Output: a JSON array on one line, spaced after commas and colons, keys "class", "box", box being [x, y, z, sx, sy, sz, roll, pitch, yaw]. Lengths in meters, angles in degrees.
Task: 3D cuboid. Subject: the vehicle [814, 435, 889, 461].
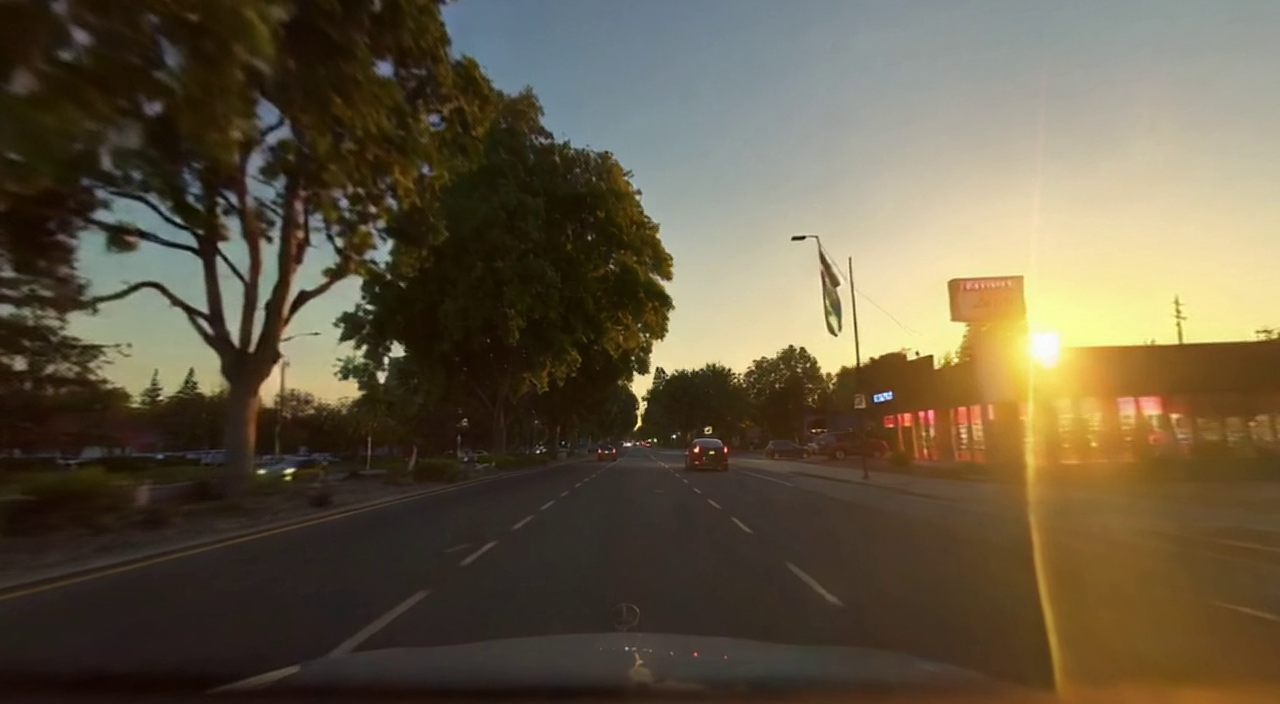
[{"class": "vehicle", "box": [15.392, 6.963, 45.850, 4.659, 1.739, 2.147, -7, -11, 41]}]

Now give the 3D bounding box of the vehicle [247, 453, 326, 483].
[{"class": "vehicle", "box": [-19.730, 6.453, 35.347, 1.875, 1.475, 4.433, 0, -8, -1]}]

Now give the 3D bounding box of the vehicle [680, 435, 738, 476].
[{"class": "vehicle", "box": [3.122, 4.782, 29.345, 2.083, 1.743, 4.354, 0, -8, -1]}]

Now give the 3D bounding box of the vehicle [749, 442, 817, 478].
[{"class": "vehicle", "box": [6.581, 5.007, 29.544, 1.948, 1.526, 4.641, 0, -8, -2]}]
